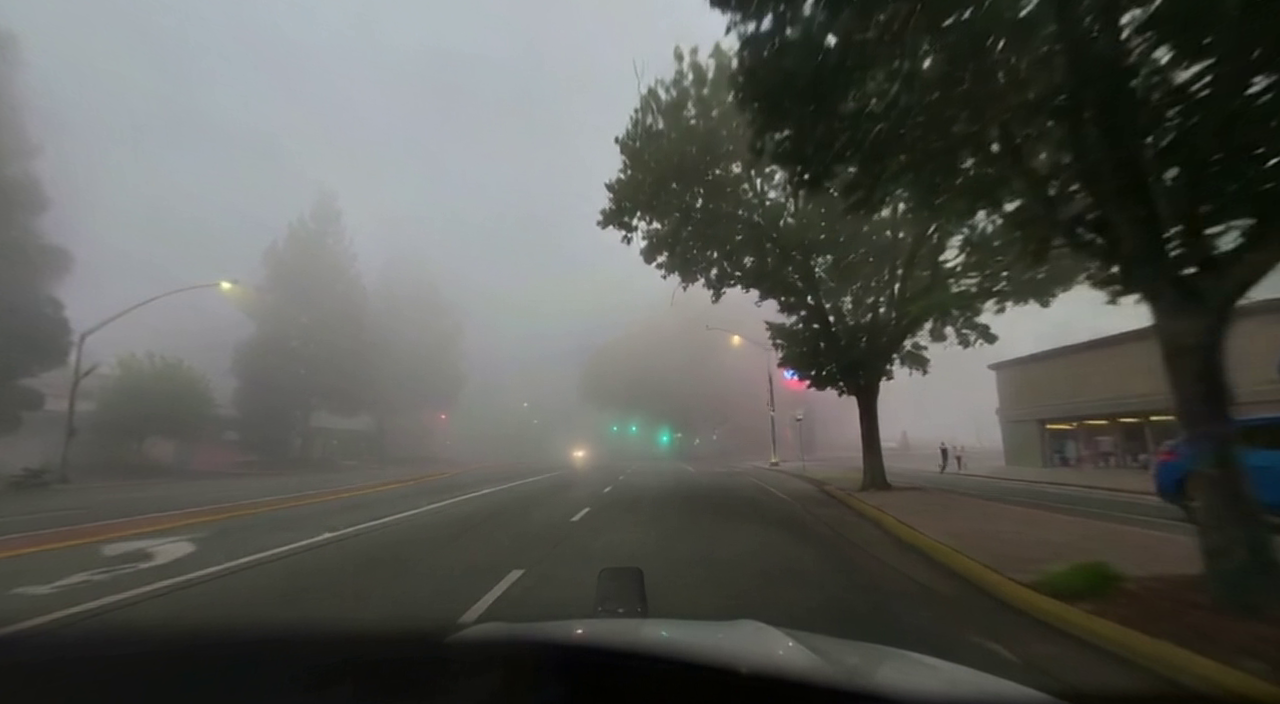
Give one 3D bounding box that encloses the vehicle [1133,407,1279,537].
[{"bbox_3d":[12.663,1.932,11.046,5.788,2.002,2.377,-3,-7,5],"label":"vehicle"}]
